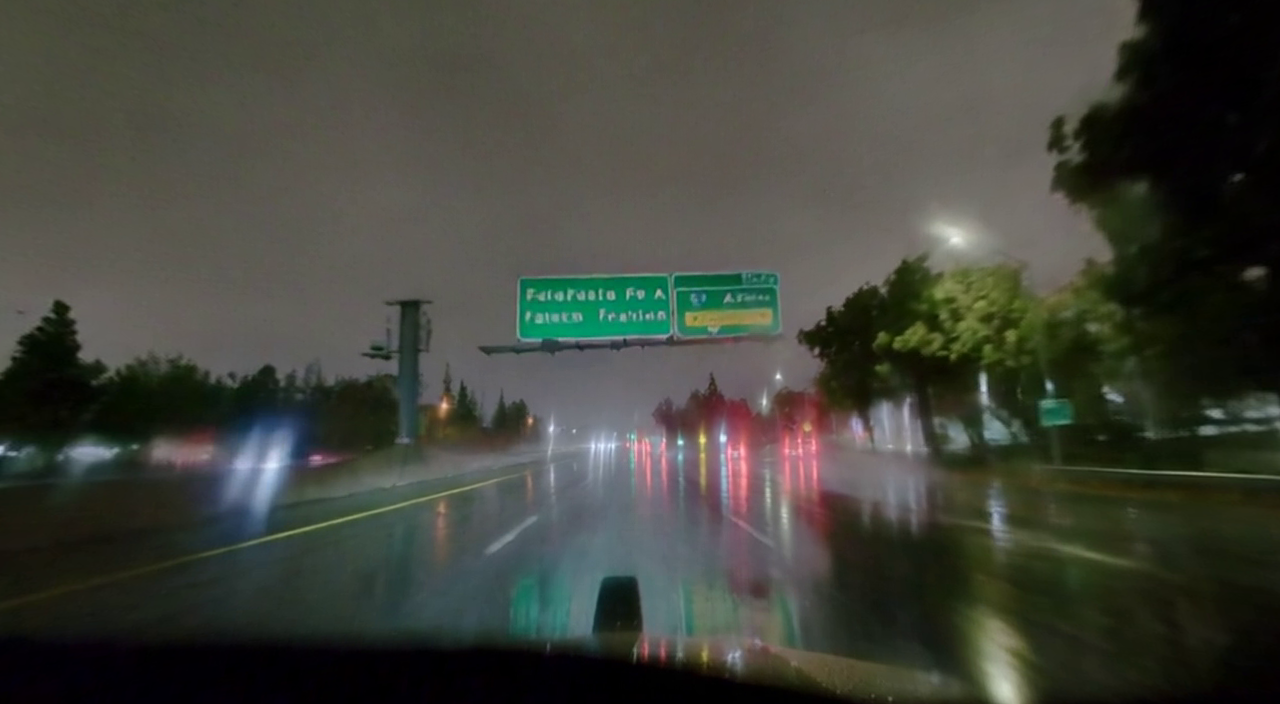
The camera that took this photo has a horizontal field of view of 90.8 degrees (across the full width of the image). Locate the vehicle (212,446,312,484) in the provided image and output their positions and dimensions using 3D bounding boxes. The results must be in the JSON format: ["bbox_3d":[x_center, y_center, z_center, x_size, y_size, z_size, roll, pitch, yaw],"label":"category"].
[{"bbox_3d":[-17.421,5.197,29.401,1.871,1.616,4.427,0,-9,0],"label":"vehicle"}]
